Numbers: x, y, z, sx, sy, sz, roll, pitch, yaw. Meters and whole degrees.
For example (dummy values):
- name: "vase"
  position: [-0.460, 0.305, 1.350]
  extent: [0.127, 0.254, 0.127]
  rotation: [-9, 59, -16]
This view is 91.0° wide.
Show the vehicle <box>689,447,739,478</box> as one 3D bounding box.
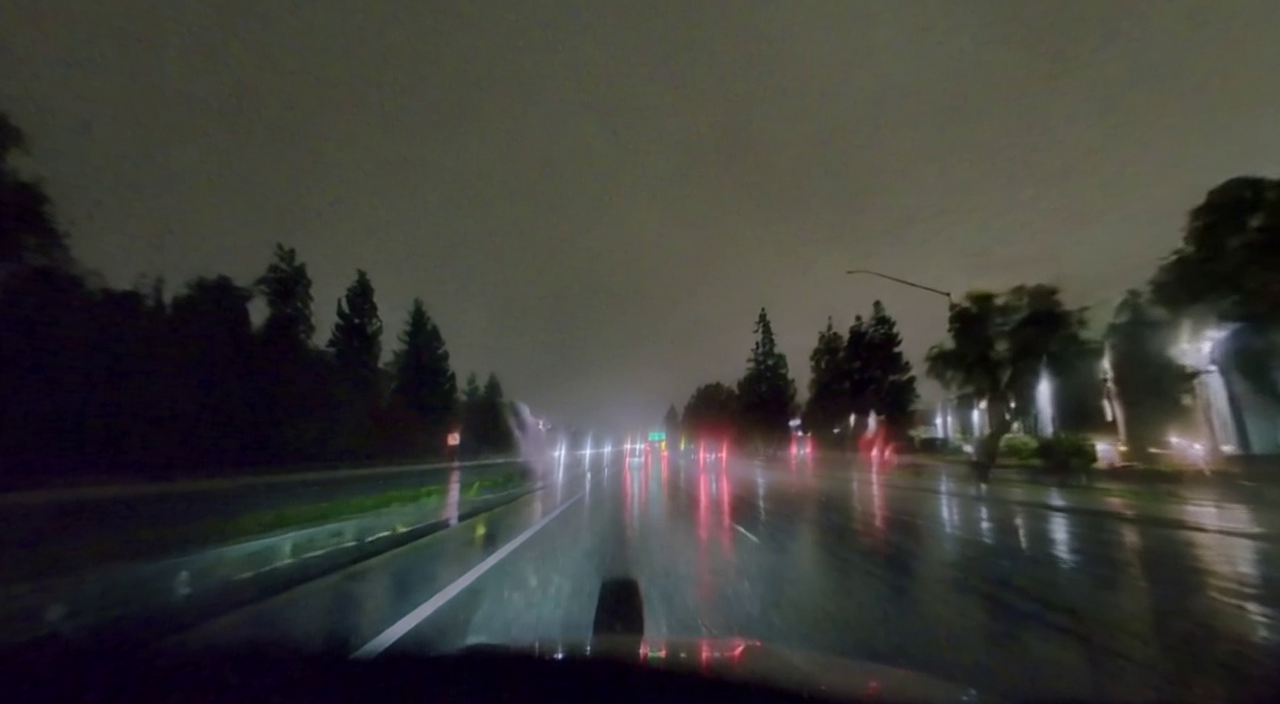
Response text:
- name: "vehicle"
  position: [3.918, 5.943, 34.034]
  extent: [2.115, 1.522, 4.330]
  rotation: [0, -9, -1]
